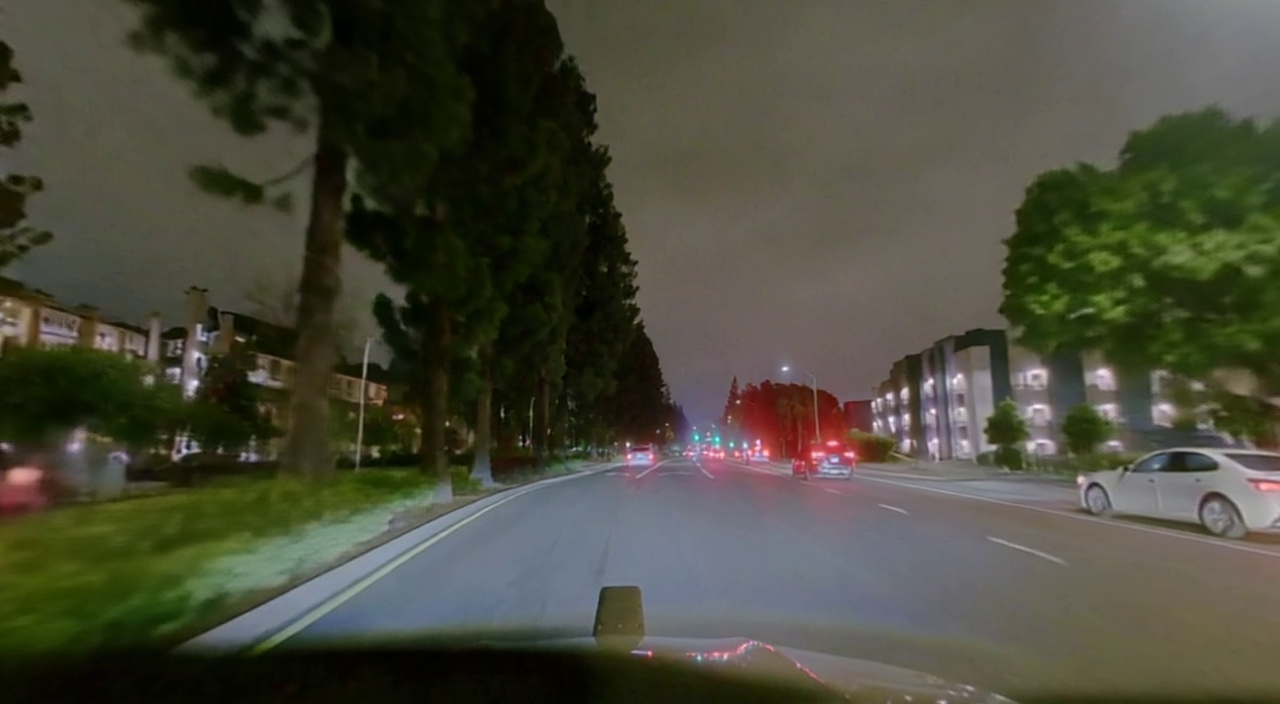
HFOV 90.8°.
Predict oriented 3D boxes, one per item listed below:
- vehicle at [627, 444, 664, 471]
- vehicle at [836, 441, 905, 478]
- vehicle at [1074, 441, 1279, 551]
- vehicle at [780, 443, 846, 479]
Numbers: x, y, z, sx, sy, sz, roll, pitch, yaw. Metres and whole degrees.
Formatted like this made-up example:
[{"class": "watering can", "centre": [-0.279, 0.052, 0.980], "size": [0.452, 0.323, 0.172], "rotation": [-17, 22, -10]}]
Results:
[{"class": "vehicle", "centre": [0.359, 6.098, 36.680], "size": [2.077, 1.477, 3.897], "rotation": [0, -8, 2]}, {"class": "vehicle", "centre": [11.470, 5.354, 31.733], "size": [1.945, 1.687, 4.292], "rotation": [0, -8, 2]}, {"class": "vehicle", "centre": [9.923, 2.292, 10.796], "size": [1.888, 1.508, 4.646], "rotation": [0, -8, 3]}, {"class": "vehicle", "centre": [7.650, 4.838, 28.380], "size": [2.020, 1.472, 3.958], "rotation": [0, -8, 3]}]
